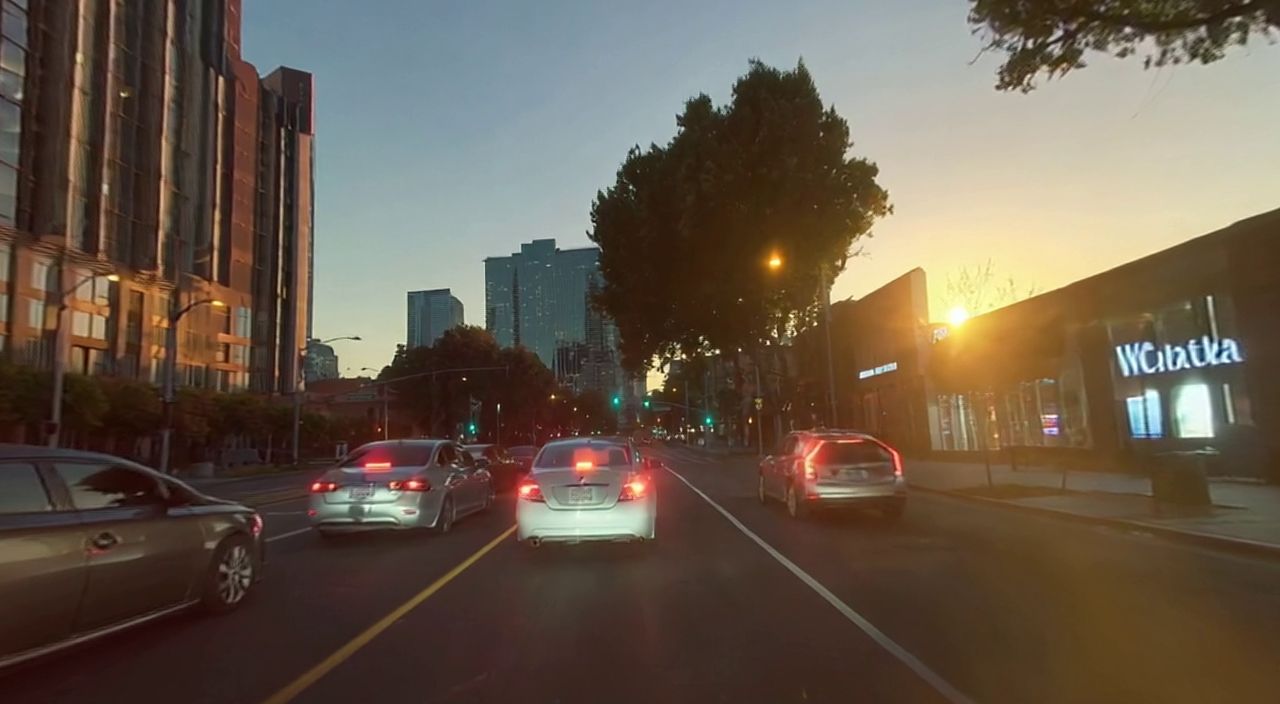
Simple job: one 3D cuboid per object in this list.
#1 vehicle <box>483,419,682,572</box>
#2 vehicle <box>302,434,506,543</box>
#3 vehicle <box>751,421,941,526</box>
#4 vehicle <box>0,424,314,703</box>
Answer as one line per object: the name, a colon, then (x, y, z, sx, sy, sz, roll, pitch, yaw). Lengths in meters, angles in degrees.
vehicle: (-0.618, 1.772, 8.532, 2.042, 1.555, 3.912, 0, -9, -1)
vehicle: (-3.733, 2.217, 10.933, 1.950, 1.487, 4.130, 0, -9, 0)
vehicle: (3.670, 2.260, 12.285, 2.097, 1.651, 4.300, 0, -9, -2)
vehicle: (-4.129, 1.186, 3.710, 2.020, 1.457, 4.496, 0, -9, 0)
